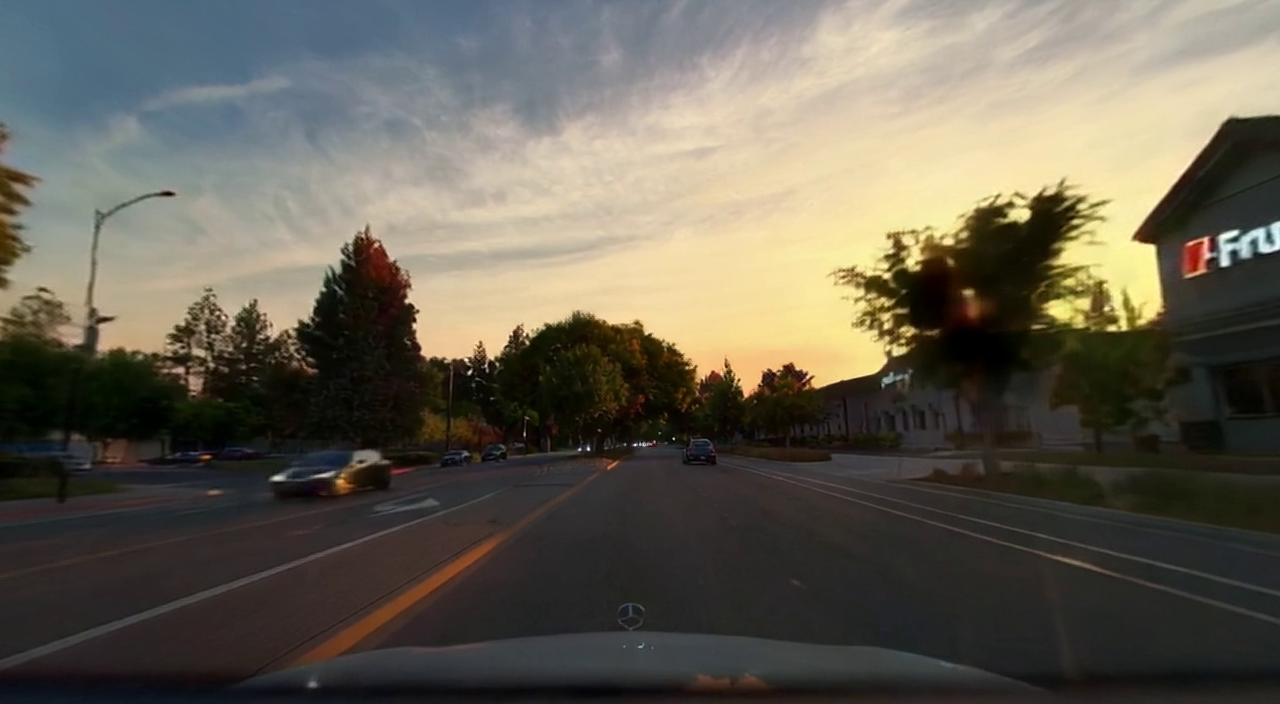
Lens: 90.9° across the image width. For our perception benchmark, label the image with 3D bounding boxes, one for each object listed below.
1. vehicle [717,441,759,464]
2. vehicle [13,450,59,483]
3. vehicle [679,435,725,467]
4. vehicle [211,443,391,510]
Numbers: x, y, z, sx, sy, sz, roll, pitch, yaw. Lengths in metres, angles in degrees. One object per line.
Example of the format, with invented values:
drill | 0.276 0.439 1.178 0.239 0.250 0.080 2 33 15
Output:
vehicle | 6.675 6.872 43.291 2.100 1.491 4.563 0 -8 0
vehicle | -43.734 8.213 45.560 2.110 2.194 4.475 8 -11 -44
vehicle | 3.558 5.807 37.004 2.143 1.759 4.378 0 -8 -1
vehicle | -8.624 3.163 16.601 2.283 1.509 4.272 0 -8 1
